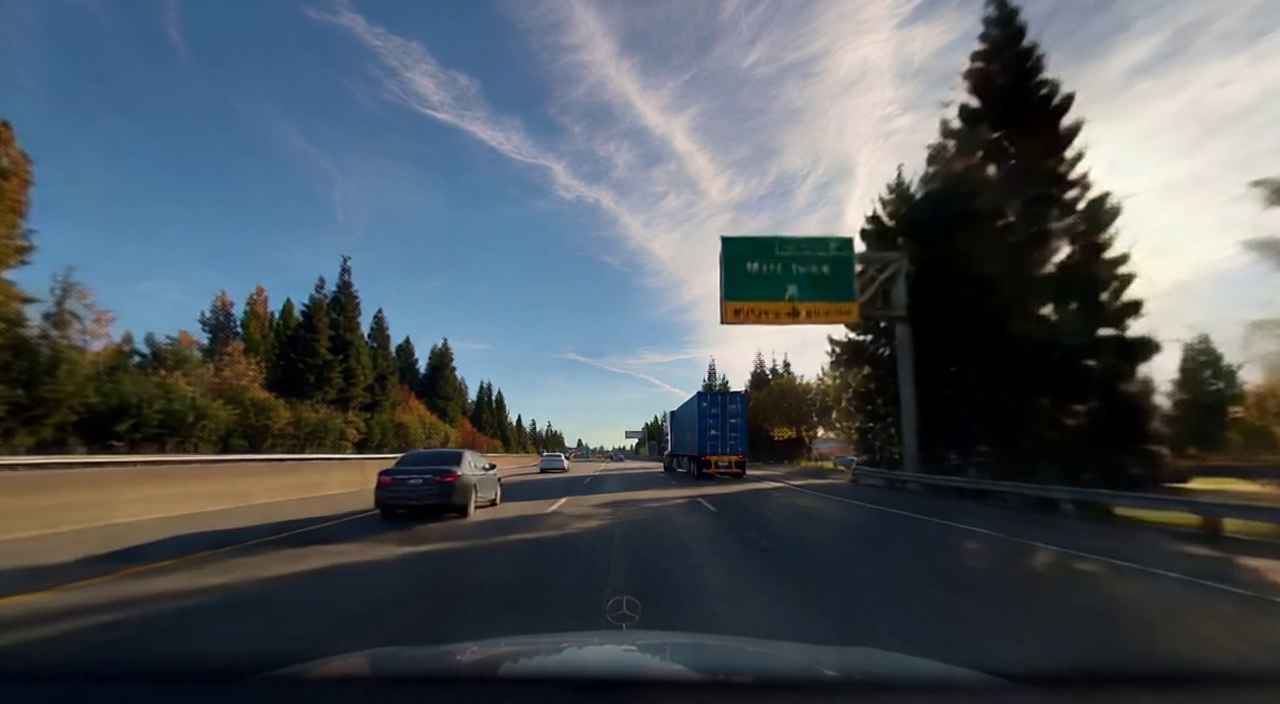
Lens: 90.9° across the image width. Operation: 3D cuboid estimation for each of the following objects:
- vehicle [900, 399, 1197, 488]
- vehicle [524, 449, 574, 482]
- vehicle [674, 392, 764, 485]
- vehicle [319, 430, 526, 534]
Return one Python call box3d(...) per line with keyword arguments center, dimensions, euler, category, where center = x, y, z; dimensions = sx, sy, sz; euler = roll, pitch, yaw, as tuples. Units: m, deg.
box3d(center=(23.666, 5.829, 39.355), dimensions=(3.081, 4.331, 17.117), euler=(3, -10, -19), category="vehicle")
box3d(center=(-4.505, 5.690, 31.752), dimensions=(2.063, 1.532, 3.763), euler=(0, -9, -1), category="vehicle")
box3d(center=(3.791, 4.792, 34.083), dimensions=(2.821, 4.046, 12.876), euler=(0, -9, -2), category="vehicle")
box3d(center=(-3.969, 2.500, 12.756), dimensions=(2.370, 1.647, 5.091), euler=(0, -9, 0), category="vehicle")
